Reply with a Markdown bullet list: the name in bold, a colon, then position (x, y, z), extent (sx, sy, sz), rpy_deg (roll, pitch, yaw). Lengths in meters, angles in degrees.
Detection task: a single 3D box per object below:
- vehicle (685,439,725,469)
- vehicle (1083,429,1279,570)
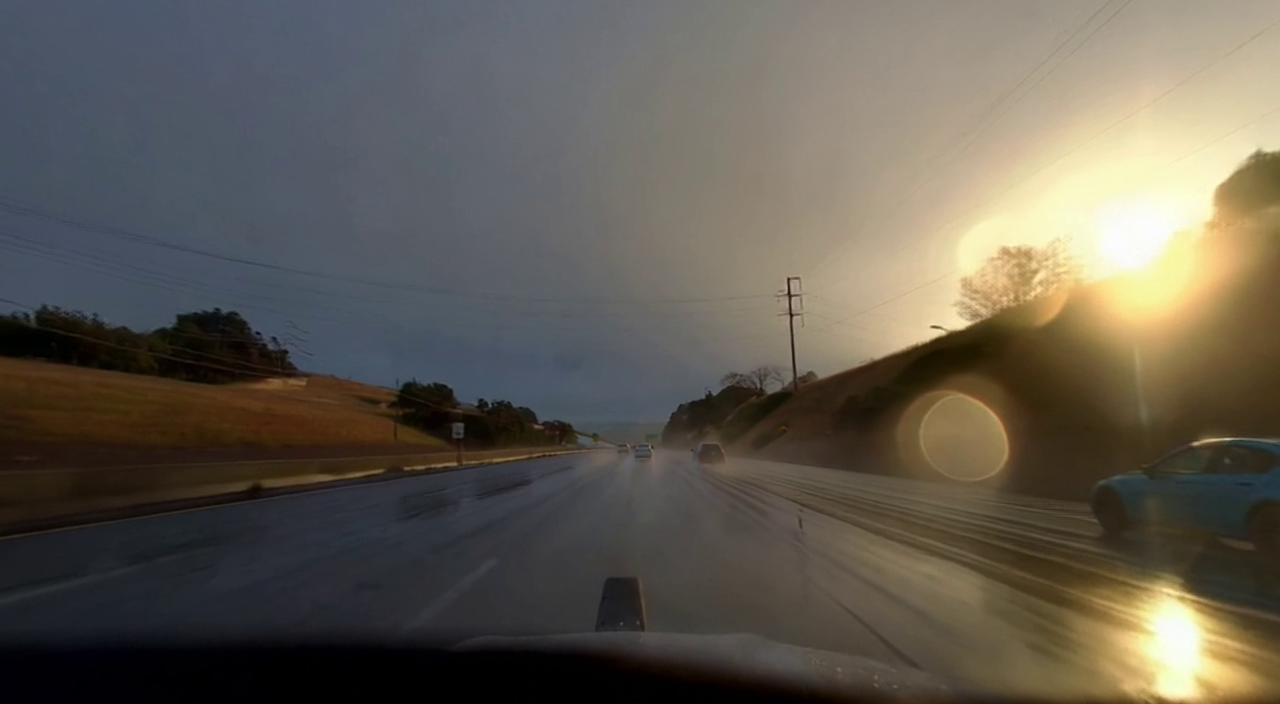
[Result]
- **vehicle**: position (4.072, 6.499, 40.186), extent (2.159, 1.782, 4.673), rpy_deg (0, -9, 1)
- **vehicle**: position (8.103, 1.740, 7.634), extent (1.970, 1.545, 4.818), rpy_deg (0, -8, 0)
